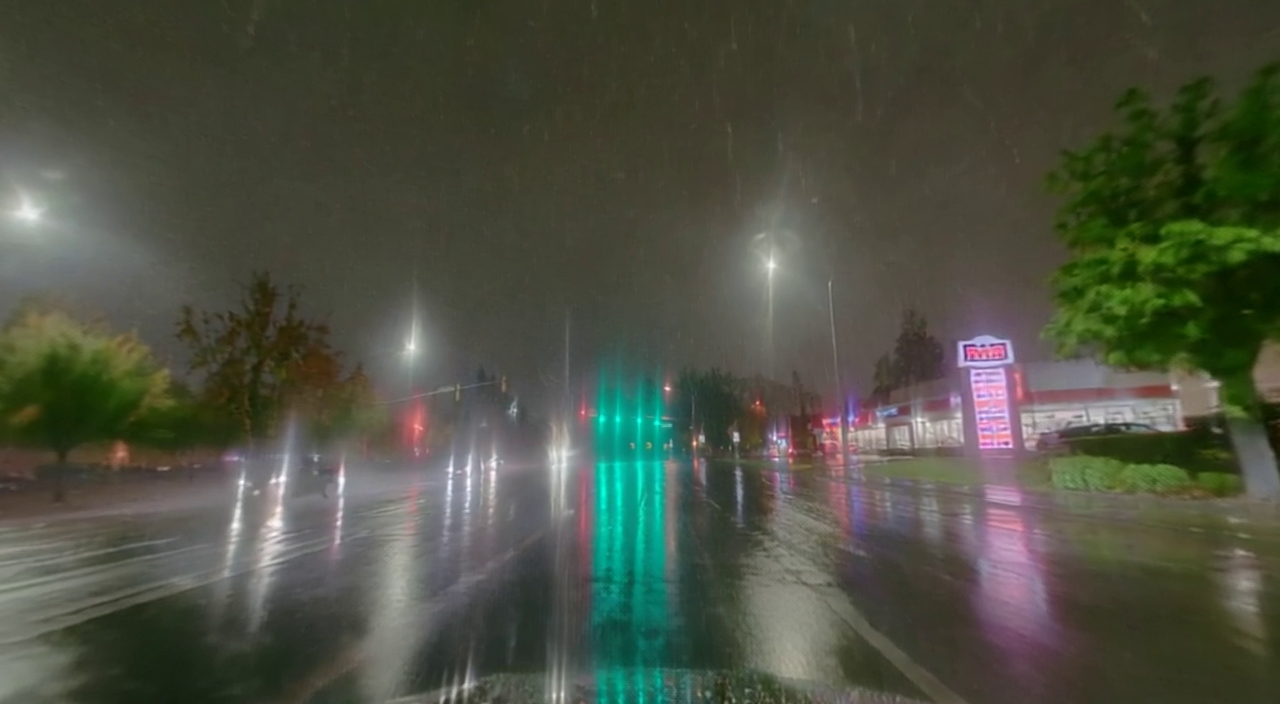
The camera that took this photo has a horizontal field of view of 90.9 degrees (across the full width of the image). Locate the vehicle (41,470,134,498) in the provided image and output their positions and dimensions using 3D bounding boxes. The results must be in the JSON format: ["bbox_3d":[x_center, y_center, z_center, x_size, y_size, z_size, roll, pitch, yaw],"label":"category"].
[{"bbox_3d":[-31.635,7.551,36.187,3.590,1.441,1.605,2,-9,-15],"label":"vehicle"}]

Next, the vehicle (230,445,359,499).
[{"bbox_3d":[-14.731,5.080,27.394,2.315,1.998,5.808,-2,-8,0],"label":"vehicle"}]

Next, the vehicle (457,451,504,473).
[{"bbox_3d":[-11.383,7.862,45.237,2.241,1.455,4.343,0,-8,0],"label":"vehicle"}]
